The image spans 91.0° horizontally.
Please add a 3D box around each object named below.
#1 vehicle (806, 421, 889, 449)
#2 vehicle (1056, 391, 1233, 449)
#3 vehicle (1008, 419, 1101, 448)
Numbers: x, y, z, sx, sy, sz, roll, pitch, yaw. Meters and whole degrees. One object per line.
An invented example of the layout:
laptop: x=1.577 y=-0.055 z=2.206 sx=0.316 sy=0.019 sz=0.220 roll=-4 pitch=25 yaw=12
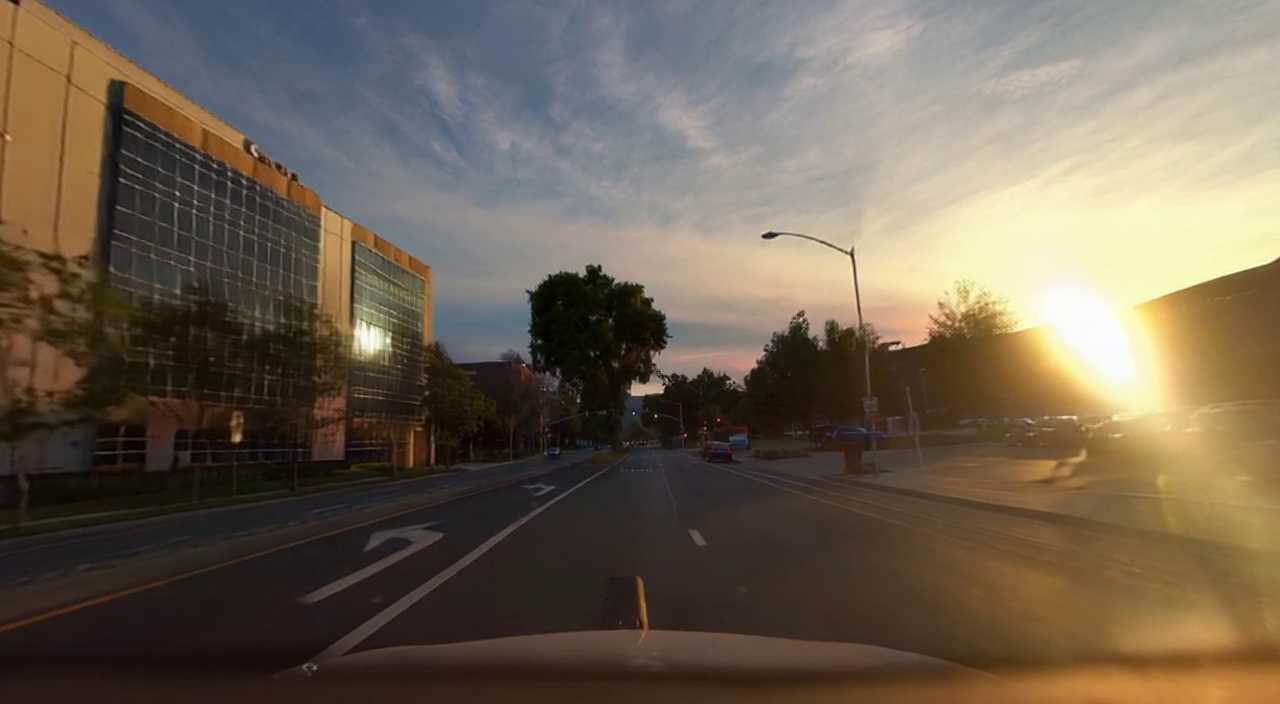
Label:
vehicle: x=16.025 y=6.483 z=48.803 sx=5.546 sy=2.117 sz=2.443 roll=0 pitch=-9 yaw=0
vehicle: x=17.254 y=2.457 z=21.938 sx=2.059 sy=1.788 sz=4.708 roll=0 pitch=-8 yaw=-3
vehicle: x=23.938 y=4.779 z=36.592 sx=1.943 sy=1.531 sz=4.579 roll=1 pitch=-9 yaw=-7
